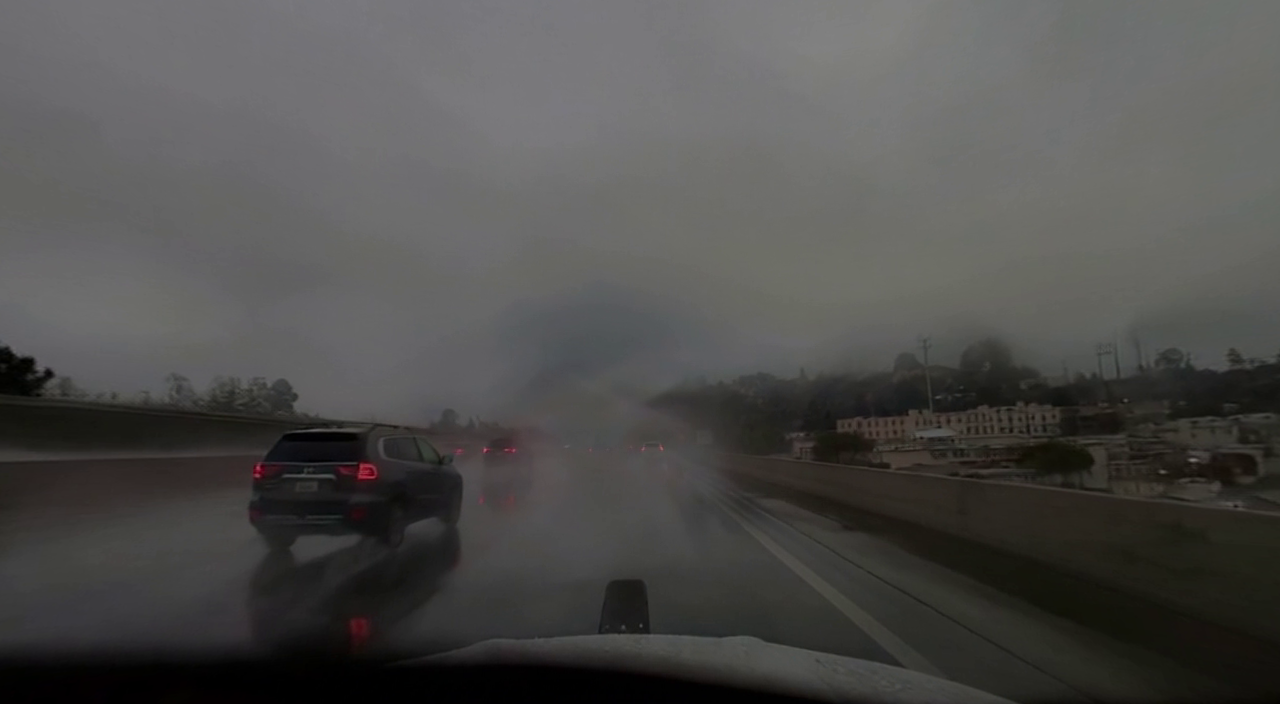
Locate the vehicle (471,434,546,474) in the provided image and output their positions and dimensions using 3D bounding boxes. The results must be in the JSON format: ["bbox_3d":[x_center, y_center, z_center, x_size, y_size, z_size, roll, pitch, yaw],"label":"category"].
[{"bbox_3d":[-6.766,5.359,33.323,2.521,1.901,5.988,0,-8,2],"label":"vehicle"}]

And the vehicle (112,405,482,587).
[{"bbox_3d":[-3.884,1.727,8.497,2.136,1.718,4.873,0,-8,2],"label":"vehicle"}]

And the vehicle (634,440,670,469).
[{"bbox_3d":[0.700,6.347,39.247,2.135,1.697,4.757,0,-8,0],"label":"vehicle"}]
